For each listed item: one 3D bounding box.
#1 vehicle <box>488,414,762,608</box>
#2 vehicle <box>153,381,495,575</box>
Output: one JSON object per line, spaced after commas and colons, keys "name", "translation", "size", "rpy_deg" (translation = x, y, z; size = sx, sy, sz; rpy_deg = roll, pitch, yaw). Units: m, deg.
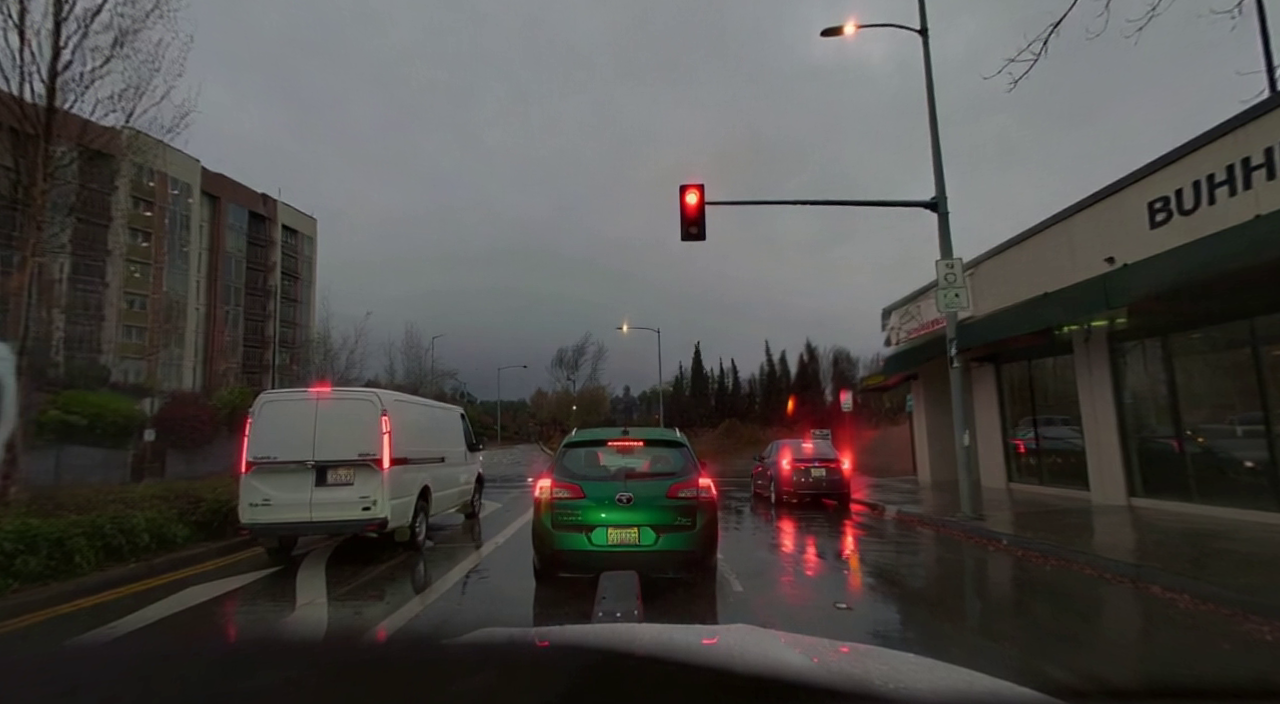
{"name": "vehicle", "translation": [-0.118, 1.467, 6.775], "size": [2.064, 1.452, 3.942], "rpy_deg": [0, -8, 0]}
{"name": "vehicle", "translation": [-3.585, 1.528, 8.567], "size": [2.076, 1.820, 5.100], "rpy_deg": [0, -8, -1]}
